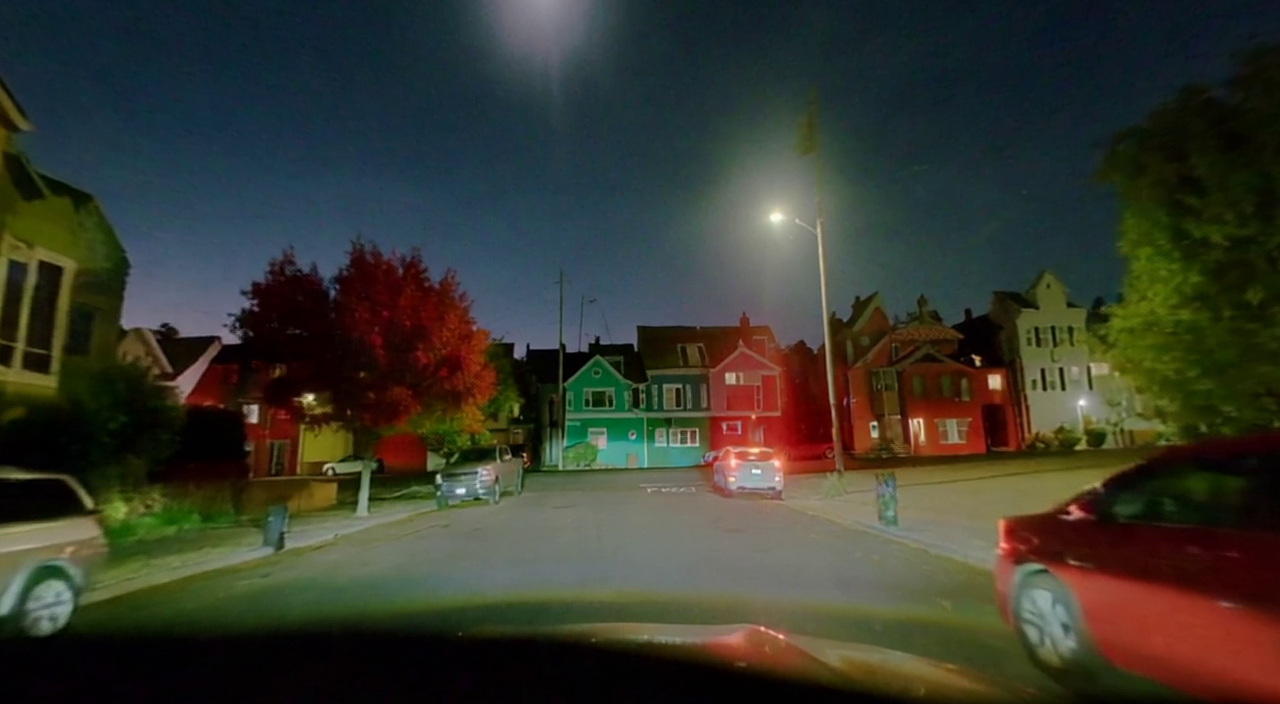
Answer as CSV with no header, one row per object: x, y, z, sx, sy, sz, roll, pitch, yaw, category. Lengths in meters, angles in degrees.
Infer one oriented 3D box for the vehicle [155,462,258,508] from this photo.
-15.760,4.809,23.104,1.563,1.433,3.492,0,-9,-7,vehicle

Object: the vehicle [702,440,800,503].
3.493,3.878,20.889,2.109,1.811,4.886,0,-9,-3,vehicle

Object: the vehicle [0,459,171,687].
-5.420,1.478,3.821,1.849,1.560,4.227,0,-9,0,vehicle

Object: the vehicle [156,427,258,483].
-31.023,7.304,45.491,2.473,2.922,6.719,0,0,3,vehicle

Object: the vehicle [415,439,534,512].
-5.411,4.117,21.732,2.480,2.084,6.353,0,-9,-1,vehicle

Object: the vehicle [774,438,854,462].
11.248,6.364,40.909,4.644,1.482,1.997,-1,-9,3,vehicle

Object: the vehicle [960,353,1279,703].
3.484,0.871,2.411,2.070,1.728,4.358,0,-9,-2,vehicle
